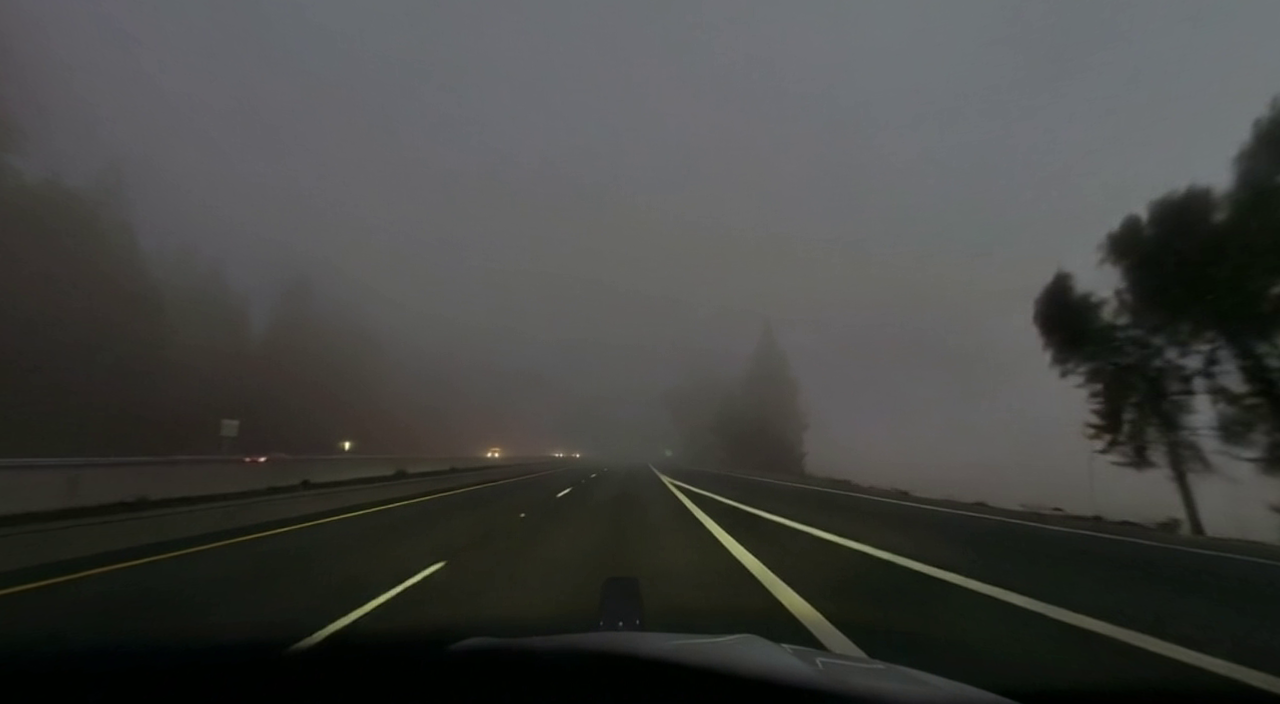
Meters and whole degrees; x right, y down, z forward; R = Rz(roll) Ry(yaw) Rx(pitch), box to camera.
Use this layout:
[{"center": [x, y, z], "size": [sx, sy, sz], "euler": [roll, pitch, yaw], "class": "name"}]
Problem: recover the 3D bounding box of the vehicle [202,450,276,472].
[{"center": [-30.759, 8.357, 48.555], "size": [2.132, 1.559, 4.391], "euler": [-3, -9, 16], "class": "vehicle"}]
